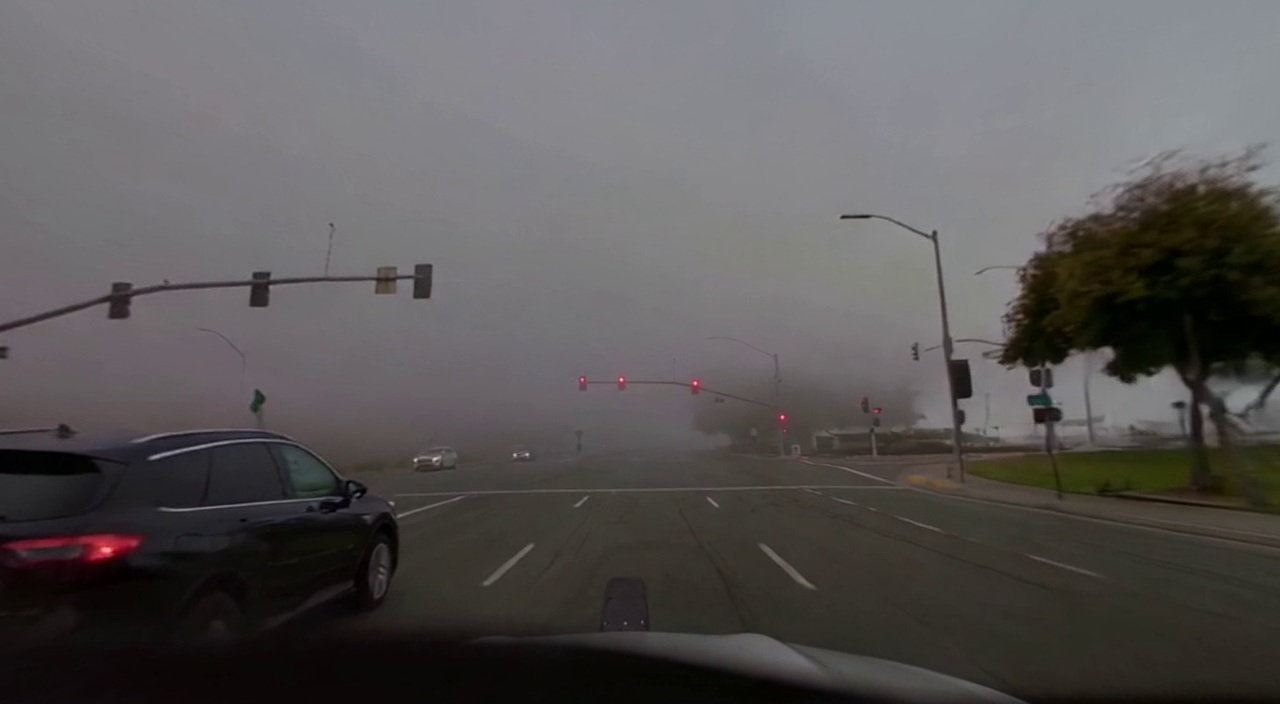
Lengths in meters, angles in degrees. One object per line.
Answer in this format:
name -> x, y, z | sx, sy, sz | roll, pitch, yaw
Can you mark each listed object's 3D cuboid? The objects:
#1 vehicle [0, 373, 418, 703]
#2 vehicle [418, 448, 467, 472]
vehicle -> -3.154, 1.035, 3.308 | 2.162, 1.549, 4.795 | 0, -8, 1
vehicle -> -14.420, 7.867, 46.282 | 2.084, 1.655, 4.567 | 0, -8, 1
